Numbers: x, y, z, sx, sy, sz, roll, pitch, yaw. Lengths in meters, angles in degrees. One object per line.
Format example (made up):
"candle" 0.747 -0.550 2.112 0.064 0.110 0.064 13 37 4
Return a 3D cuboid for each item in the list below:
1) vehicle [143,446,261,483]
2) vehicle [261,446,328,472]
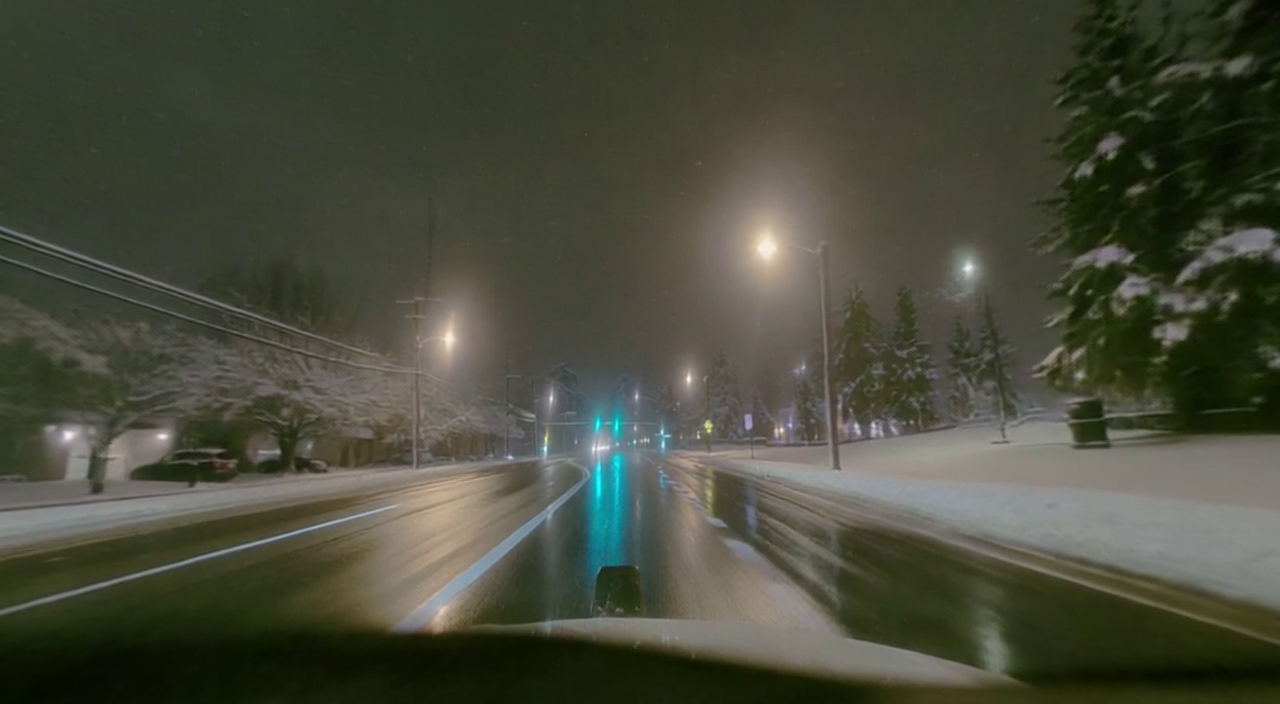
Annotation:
"vehicle" -23.274 5.973 33.715 4.794 1.869 2.060 -1 -8 3
"vehicle" -24.326 7.527 44.648 2.067 1.644 4.216 1 -9 5
